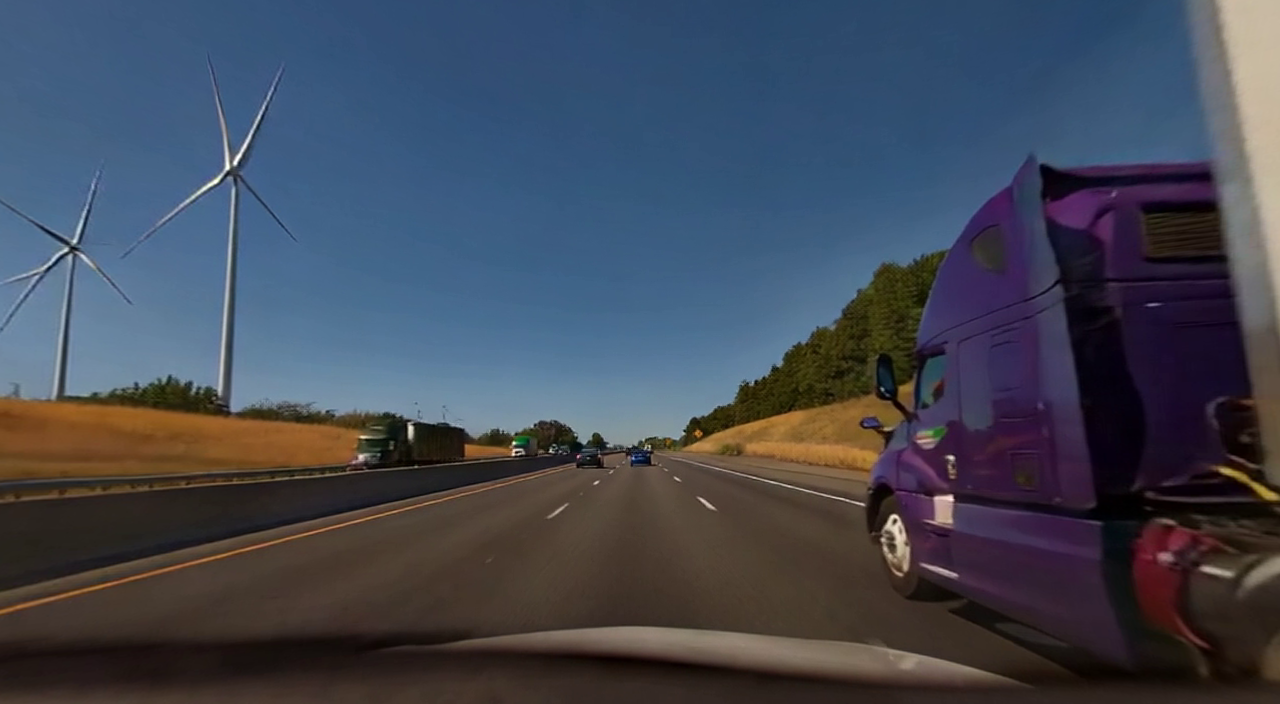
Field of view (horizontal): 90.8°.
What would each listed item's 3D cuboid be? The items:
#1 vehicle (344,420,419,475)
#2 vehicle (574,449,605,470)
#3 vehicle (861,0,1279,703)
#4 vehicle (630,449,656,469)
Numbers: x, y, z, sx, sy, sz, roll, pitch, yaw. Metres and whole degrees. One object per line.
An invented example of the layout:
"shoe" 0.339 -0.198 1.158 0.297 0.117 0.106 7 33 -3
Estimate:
"vehicle" -19.147 7.134 47.230 2.992 3.809 5.910 0 -9 0
"vehicle" -3.720 8.016 47.278 1.952 1.521 4.095 0 -9 1
"vehicle" 3.734 -0.068 3.155 2.983 3.940 5.919 0 -9 0
"vehicle" 0.205 8.065 47.713 1.931 1.453 3.695 0 -9 0
